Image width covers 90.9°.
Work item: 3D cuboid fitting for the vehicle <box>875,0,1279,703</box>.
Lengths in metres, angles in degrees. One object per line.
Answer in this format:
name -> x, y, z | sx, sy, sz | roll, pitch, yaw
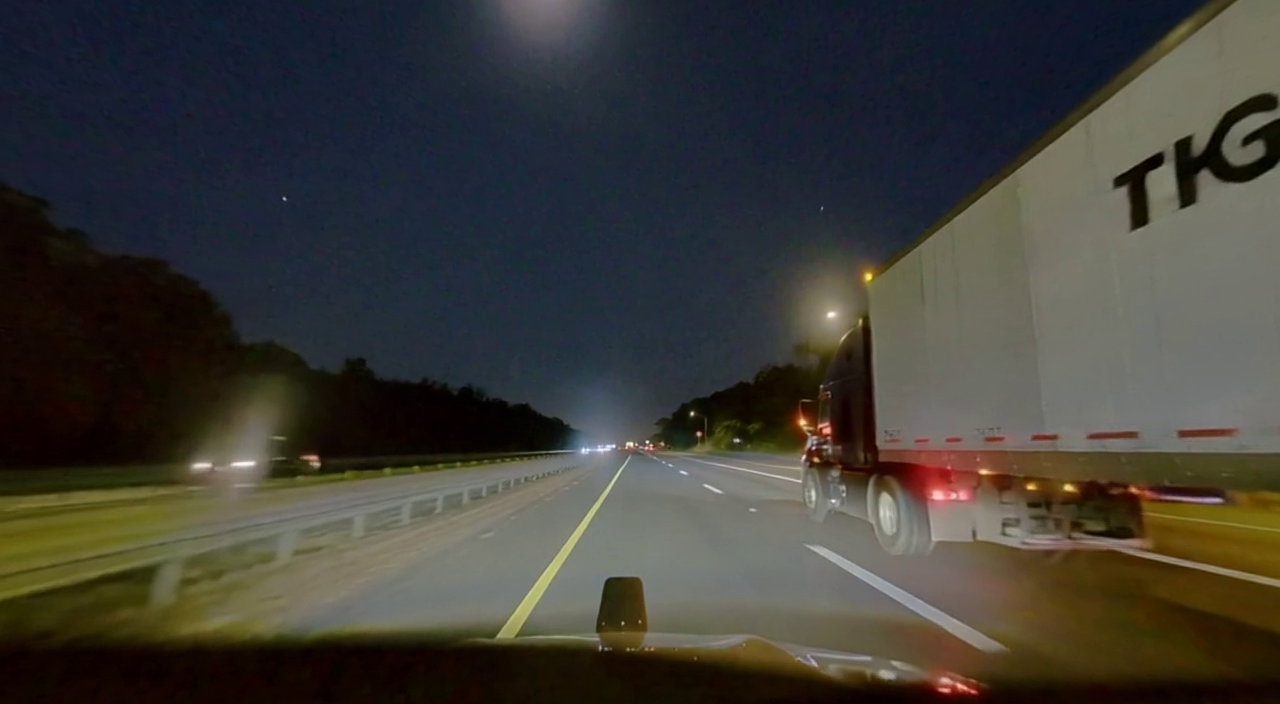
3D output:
vehicle -> 4.902, -0.444, 1.601 | 2.983, 4.030, 14.444 | 0, -9, 0
